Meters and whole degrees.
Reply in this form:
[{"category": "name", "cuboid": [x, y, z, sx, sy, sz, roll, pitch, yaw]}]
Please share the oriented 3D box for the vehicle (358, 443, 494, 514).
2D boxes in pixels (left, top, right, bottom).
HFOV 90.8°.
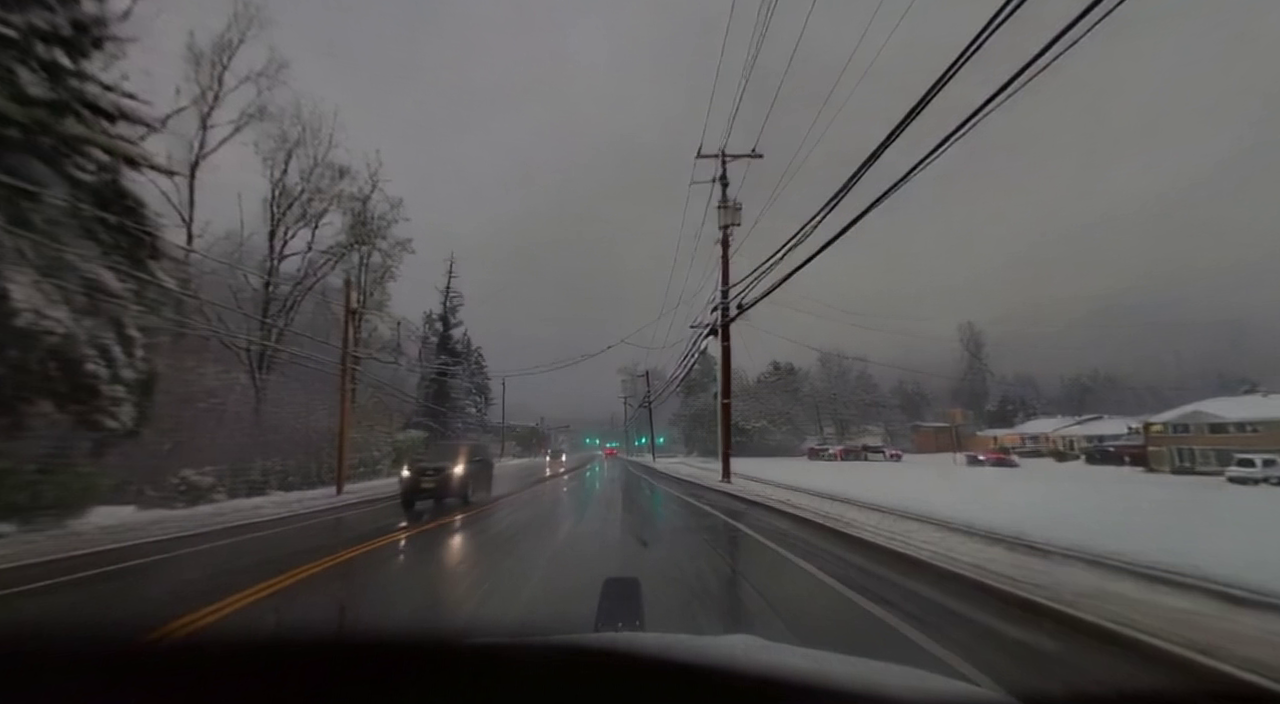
[{"category": "vehicle", "cuboid": [-5.653, 3.360, 17.415, 2.121, 1.653, 4.510, 0, -8, 0]}]
